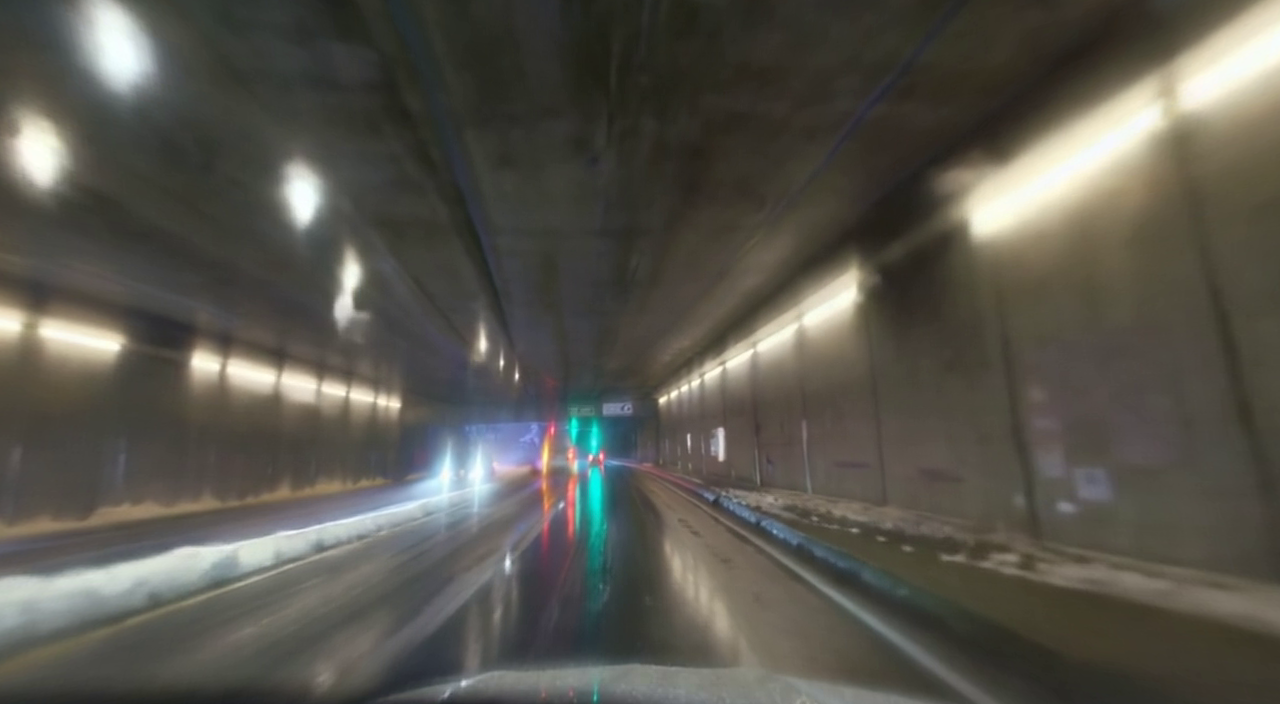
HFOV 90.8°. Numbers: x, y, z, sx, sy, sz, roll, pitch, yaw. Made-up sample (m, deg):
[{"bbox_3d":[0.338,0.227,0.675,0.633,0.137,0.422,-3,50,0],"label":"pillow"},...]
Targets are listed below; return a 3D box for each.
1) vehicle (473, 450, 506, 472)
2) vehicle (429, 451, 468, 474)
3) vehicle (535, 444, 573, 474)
[{"bbox_3d":[-10.899,7.899,45.902,1.691,1.439,4.136,0,-9,-4],"label":"vehicle"},{"bbox_3d":[-14.163,8.173,46.936,1.788,1.622,4.284,0,-9,-4],"label":"vehicle"},{"bbox_3d":[-5.194,6.499,38.661,1.961,1.725,4.315,0,-9,-4],"label":"vehicle"}]
